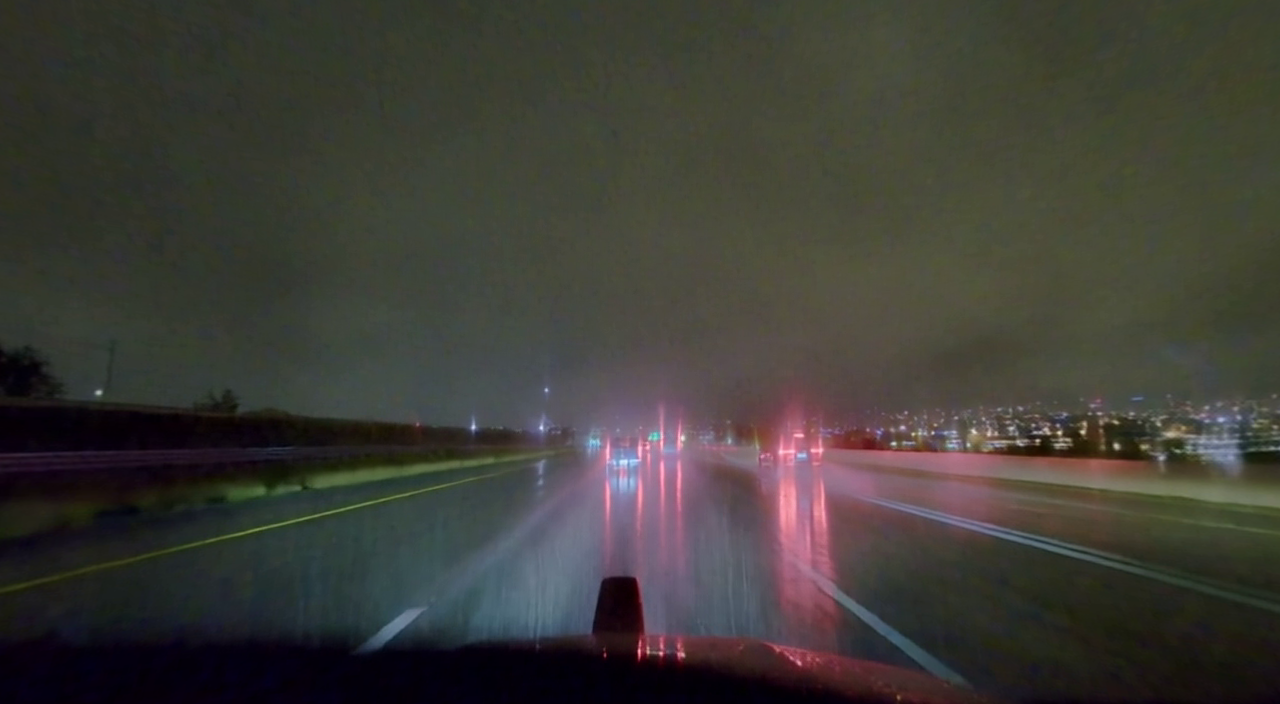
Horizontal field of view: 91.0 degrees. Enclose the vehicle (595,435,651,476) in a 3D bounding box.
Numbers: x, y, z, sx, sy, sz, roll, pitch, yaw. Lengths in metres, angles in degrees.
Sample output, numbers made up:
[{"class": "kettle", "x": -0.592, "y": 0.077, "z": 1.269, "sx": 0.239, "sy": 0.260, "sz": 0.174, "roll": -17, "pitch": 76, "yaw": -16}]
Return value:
[{"class": "vehicle", "x": -0.655, "y": 4.294, "z": 26.324, "sx": 2.147, "sy": 1.576, "sz": 3.964, "roll": 0, "pitch": -8, "yaw": 0}]
